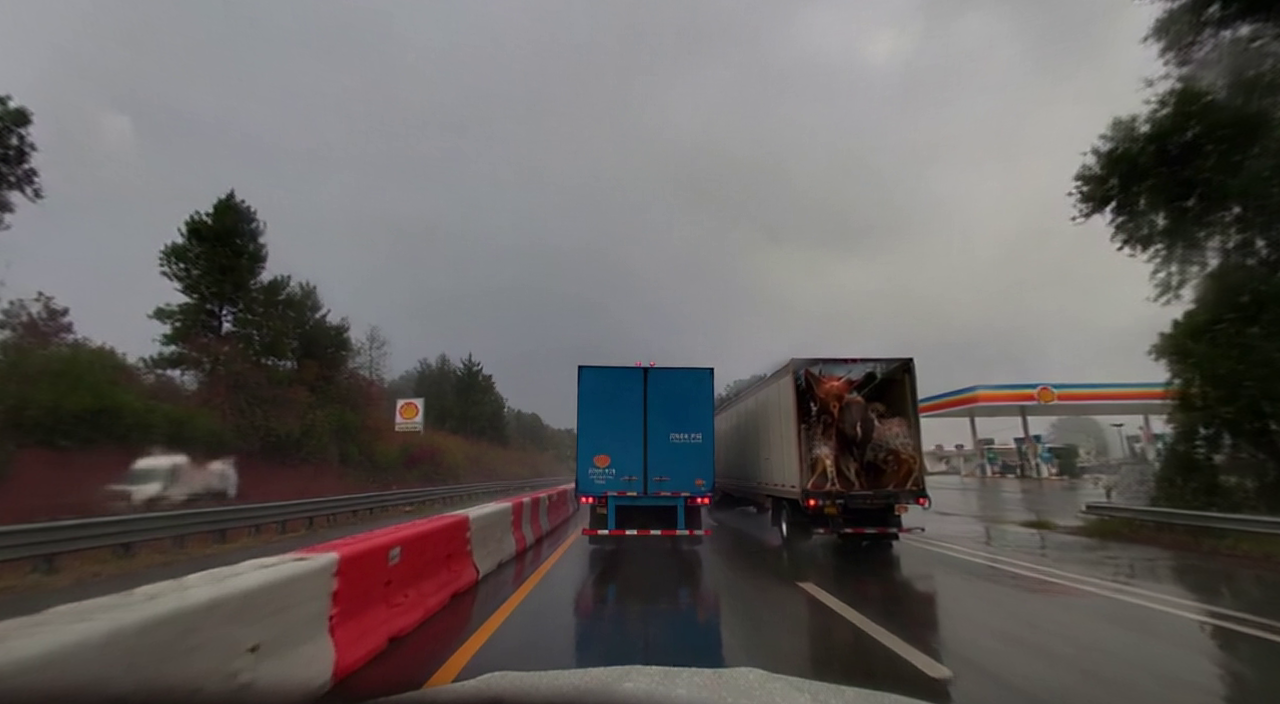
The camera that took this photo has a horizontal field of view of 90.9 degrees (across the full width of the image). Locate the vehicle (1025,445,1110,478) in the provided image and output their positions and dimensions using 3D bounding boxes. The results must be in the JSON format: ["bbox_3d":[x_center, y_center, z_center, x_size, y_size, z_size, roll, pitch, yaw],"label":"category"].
[{"bbox_3d":[24.673,6.360,36.526,1.919,1.722,4.024,1,-10,-2],"label":"vehicle"}]

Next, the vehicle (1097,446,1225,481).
[{"bbox_3d":[24.556,5.315,29.918,1.762,1.470,4.485,3,-11,-10],"label":"vehicle"}]

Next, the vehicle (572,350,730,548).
[{"bbox_3d":[0.122,2.402,15.030,2.618,3.306,8.676,1,-10,-1],"label":"vehicle"}]

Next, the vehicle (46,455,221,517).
[{"bbox_3d":[-16.745,4.444,21.234,1.981,1.824,4.637,1,-10,0],"label":"vehicle"}]

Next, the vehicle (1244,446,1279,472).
[{"bbox_3d":[37.807,6.398,37.468,4.208,1.429,1.820,8,-13,-36],"label":"vehicle"}]

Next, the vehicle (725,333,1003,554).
[{"bbox_3d":[4.350,2.345,15.260,2.936,3.640,9.443,1,-10,-2],"label":"vehicle"}]
